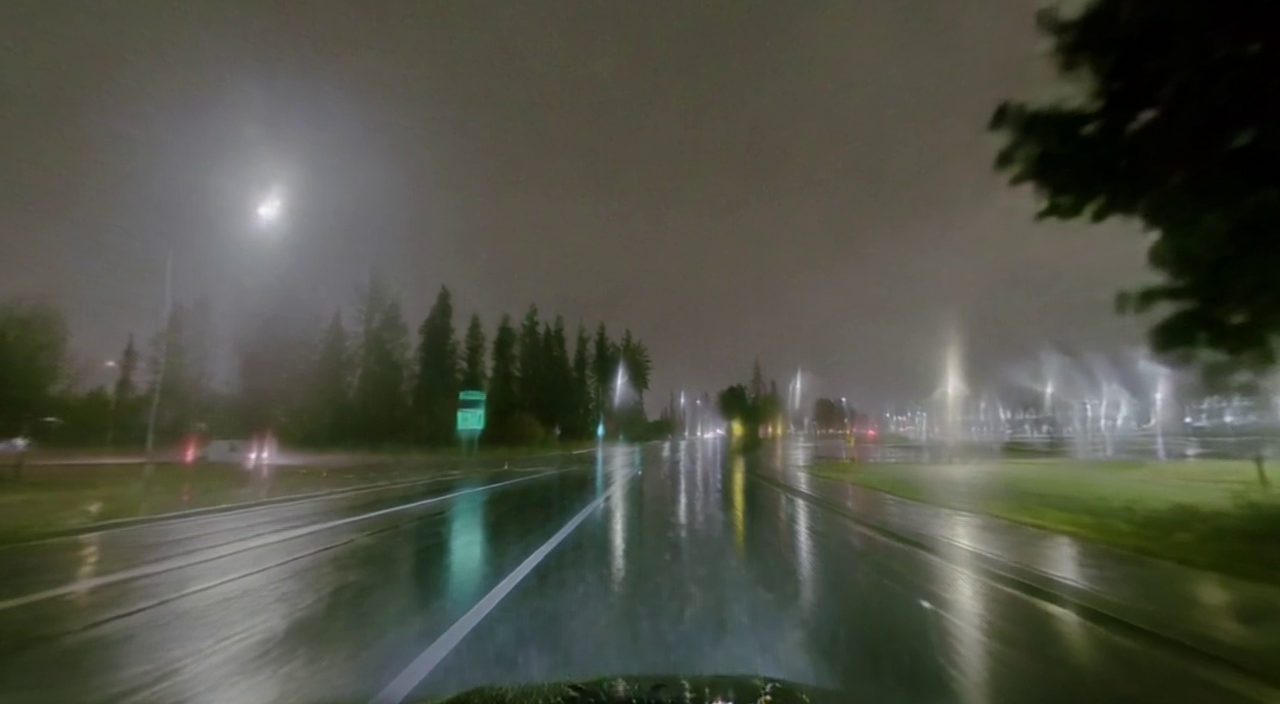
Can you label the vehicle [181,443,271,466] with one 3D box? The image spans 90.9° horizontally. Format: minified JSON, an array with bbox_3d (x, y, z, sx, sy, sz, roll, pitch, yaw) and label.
[{"bbox_3d":[-28.079,6.943,42.855,4.935,1.476,2.141,-2,-8,12],"label":"vehicle"}]
